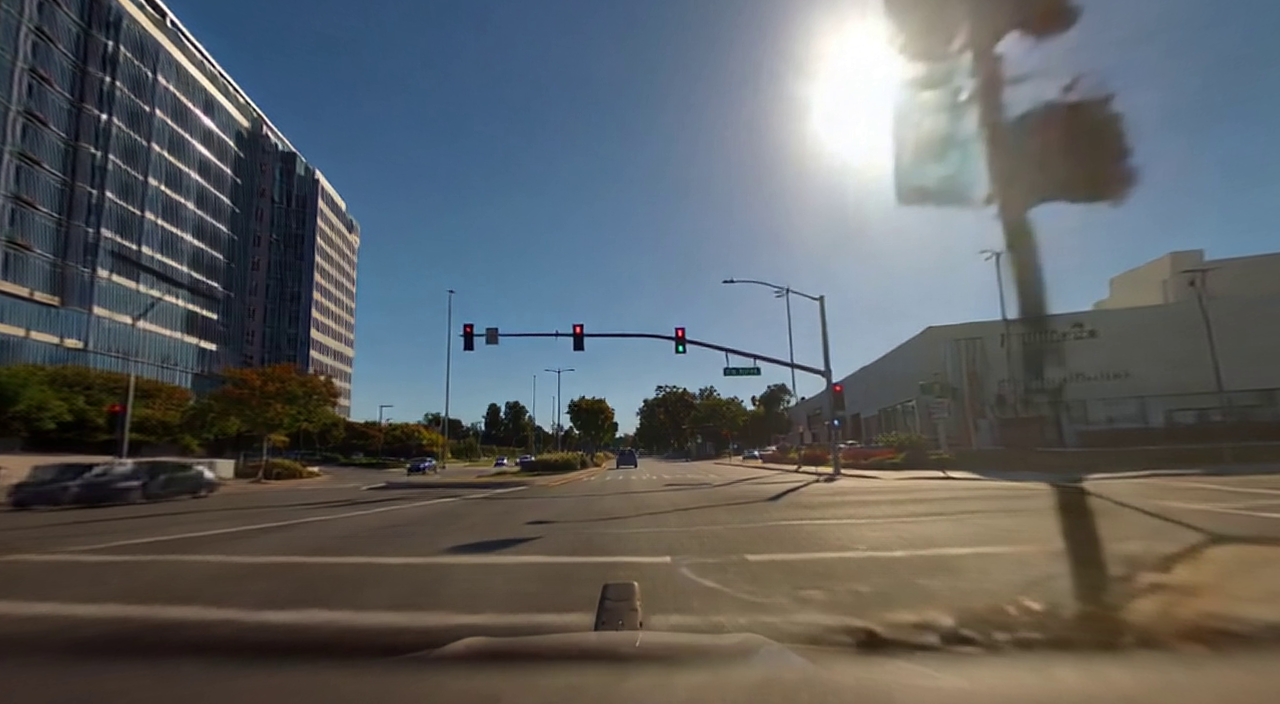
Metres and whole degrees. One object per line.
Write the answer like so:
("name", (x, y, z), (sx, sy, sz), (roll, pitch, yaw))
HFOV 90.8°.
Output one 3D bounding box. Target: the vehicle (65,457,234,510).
("vehicle", (-16.360, 4.385, 21.482), (1.922, 1.448, 4.702), (-2, -9, 2))
